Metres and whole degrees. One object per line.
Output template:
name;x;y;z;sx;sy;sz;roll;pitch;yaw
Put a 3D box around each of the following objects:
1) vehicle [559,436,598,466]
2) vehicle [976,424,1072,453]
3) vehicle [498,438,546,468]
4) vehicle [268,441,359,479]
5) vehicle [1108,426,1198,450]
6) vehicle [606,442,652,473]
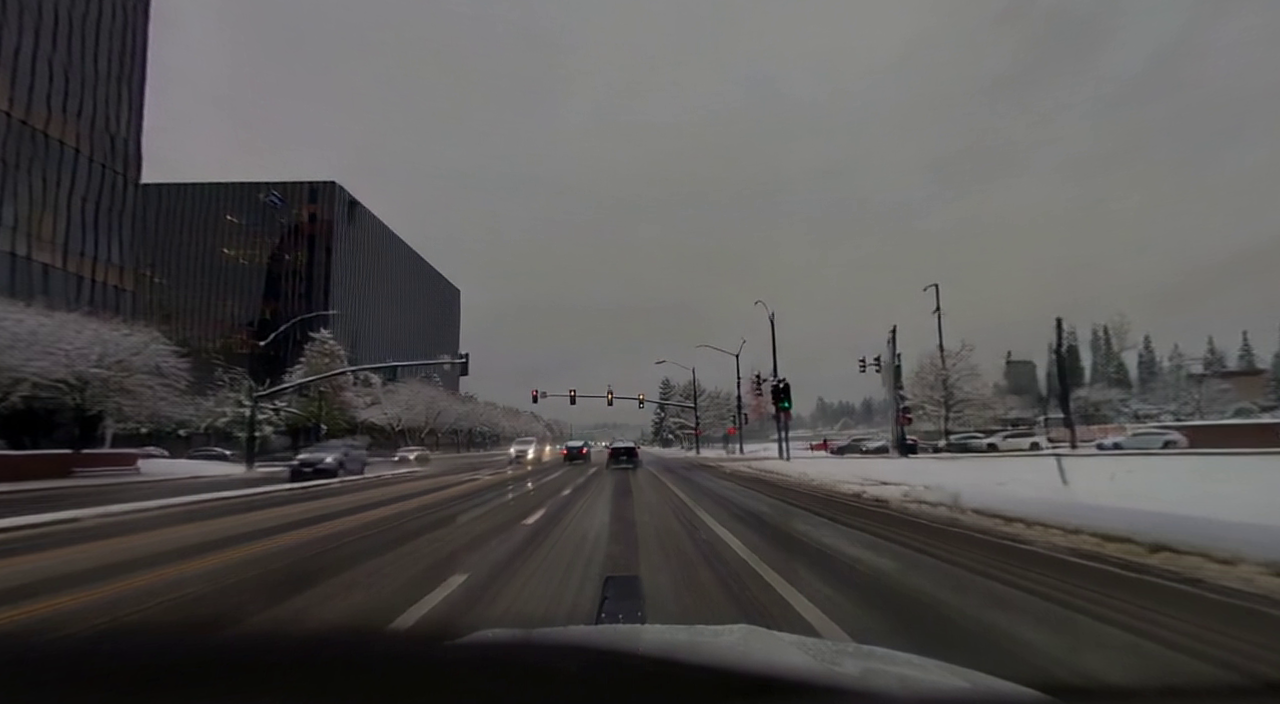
vehicle;-3.847;6.304;40.303;2.001;1.784;4.483;0;-8;0
vehicle;28.730;6.500;47.437;5.696;1.795;1.856;-5;-6;14
vehicle;-6.777;5.860;36.823;1.937;1.659;4.259;0;-8;0
vehicle;-15.208;5.035;29.720;1.890;1.638;4.462;0;-8;0
vehicle;37.058;6.217;45.755;4.557;1.493;1.919;-5;-6;16
vehicle;-0.554;5.057;30.546;2.050;1.385;4.096;0;-8;-2
